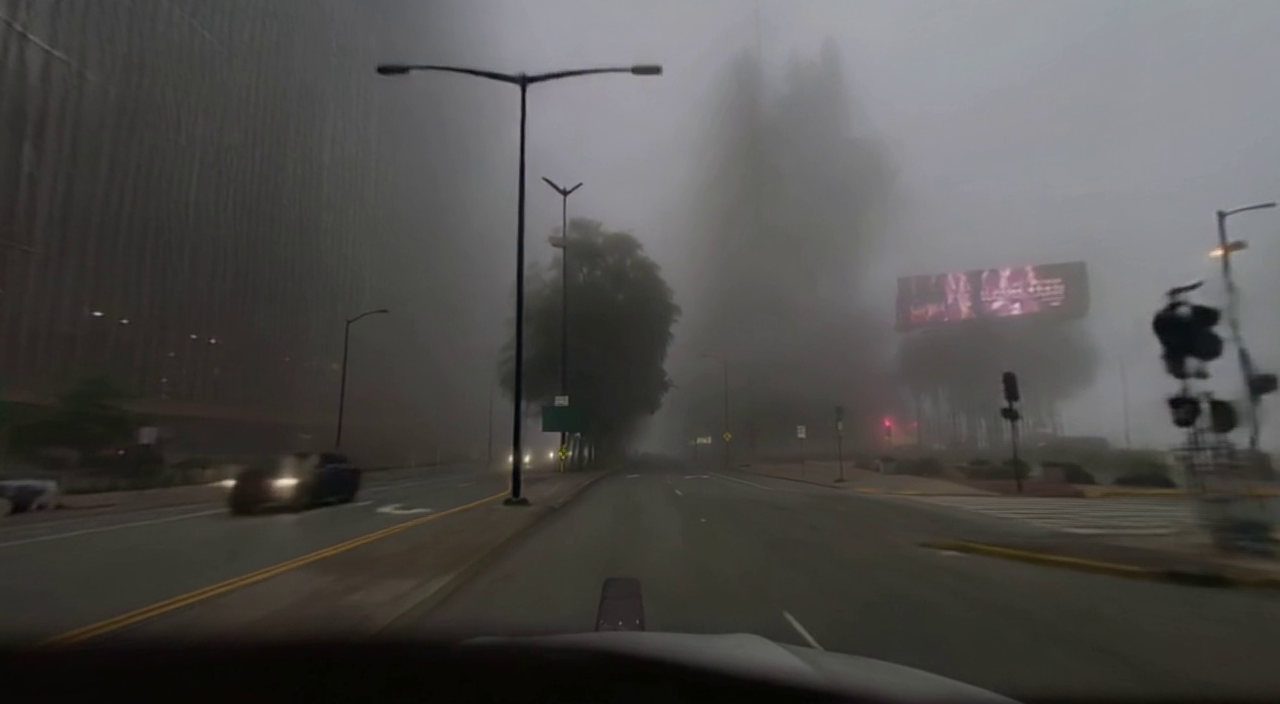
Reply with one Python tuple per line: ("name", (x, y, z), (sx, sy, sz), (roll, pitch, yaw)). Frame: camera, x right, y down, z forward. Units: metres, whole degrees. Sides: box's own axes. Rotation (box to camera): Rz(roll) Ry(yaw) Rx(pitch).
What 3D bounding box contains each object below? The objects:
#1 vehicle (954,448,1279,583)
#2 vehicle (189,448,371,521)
("vehicle", (6.900, 2.120, 9.092), (2.675, 1.452, 4.213), (-1, -9, 2))
("vehicle", (-8.651, 3.171, 15.751), (1.905, 1.533, 4.419), (-1, -9, 0))
